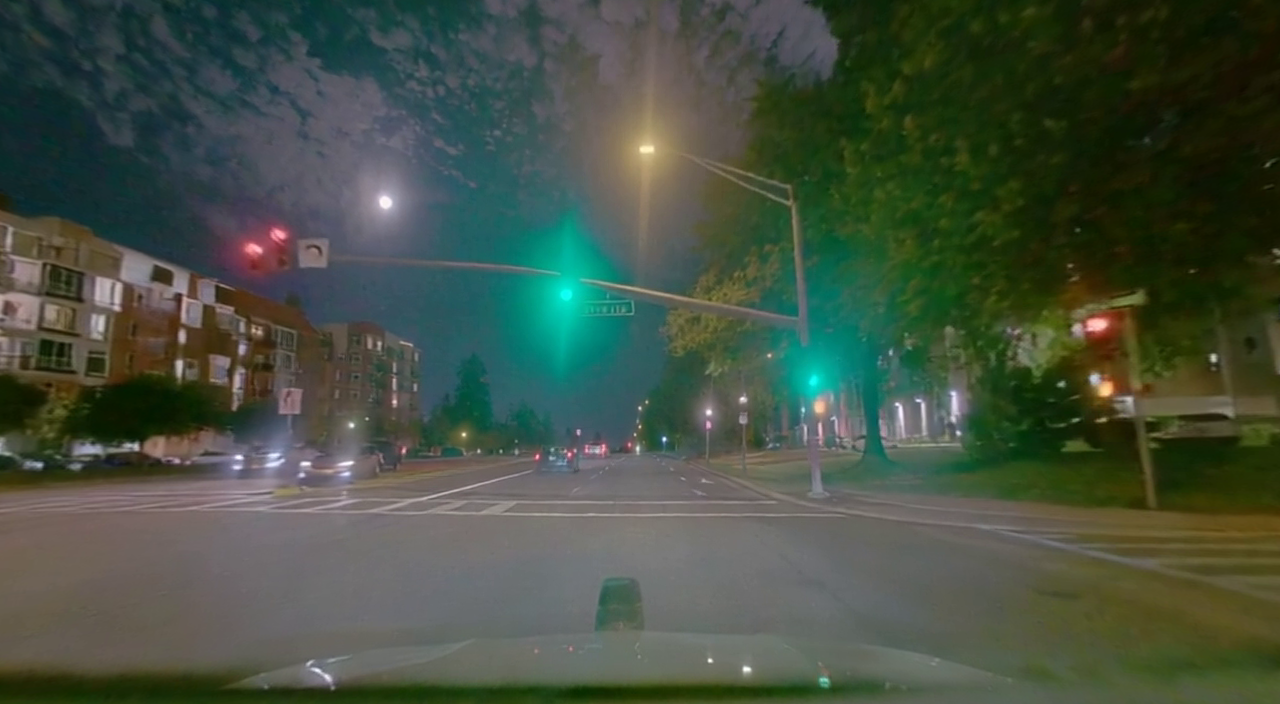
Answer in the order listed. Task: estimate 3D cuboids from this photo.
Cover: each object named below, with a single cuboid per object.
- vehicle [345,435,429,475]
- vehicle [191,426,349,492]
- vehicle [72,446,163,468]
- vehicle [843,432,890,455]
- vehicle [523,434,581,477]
[{"bbox_3d":[-11.724,4.784,29.636,2.040,1.707,4.522,0,-8,1],"label":"vehicle"},{"bbox_3d":[-11.883,3.466,20.906,2.105,1.759,5.403,-3,-8,-1],"label":"vehicle"},{"bbox_3d":[-36.181,7.286,43.837,4.518,1.469,1.940,1,-9,-1],"label":"vehicle"},{"bbox_3d":[17.512,7.029,49.032,1.995,1.554,4.943,-4,-7,3],"label":"vehicle"},{"bbox_3d":[-3.815,4.531,28.073,1.959,1.741,4.141,0,-8,0],"label":"vehicle"}]
